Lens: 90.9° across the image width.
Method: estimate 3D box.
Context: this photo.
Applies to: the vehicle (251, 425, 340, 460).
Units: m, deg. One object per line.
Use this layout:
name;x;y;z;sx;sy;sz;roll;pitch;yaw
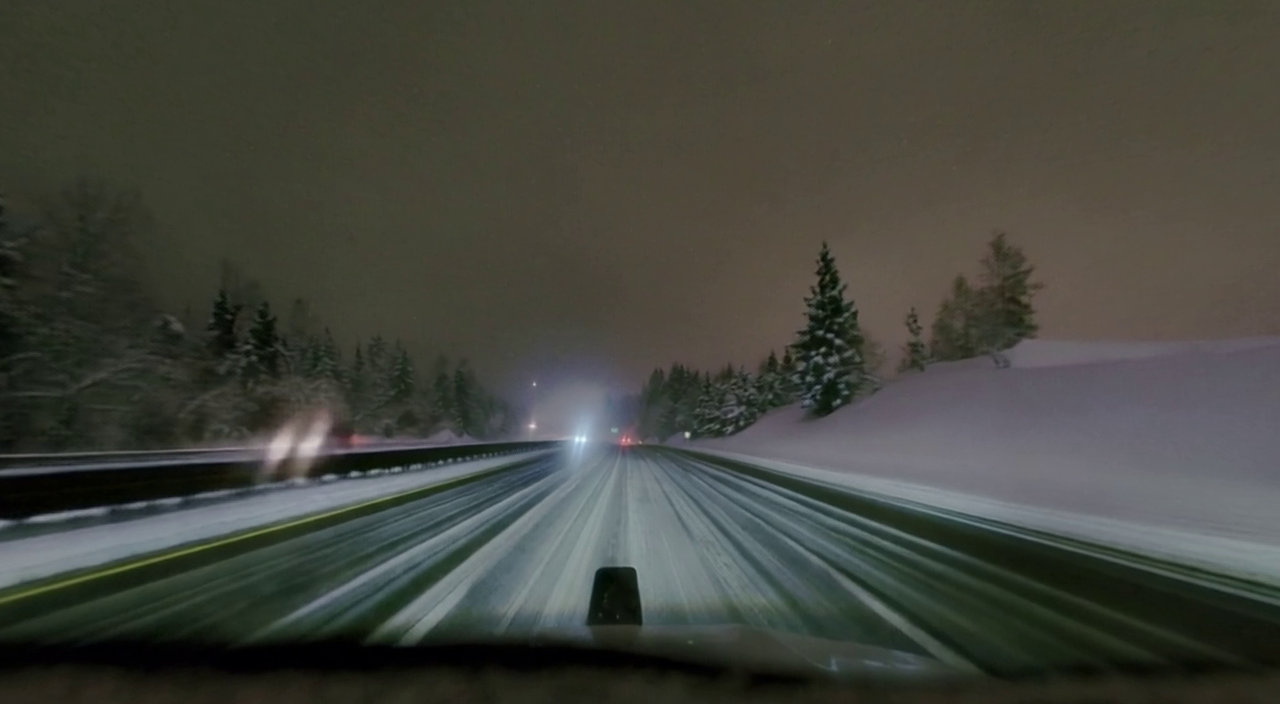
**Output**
vehicle;-16.813;4.416;31.041;1.930;1.577;4.374;0;-8;-1
